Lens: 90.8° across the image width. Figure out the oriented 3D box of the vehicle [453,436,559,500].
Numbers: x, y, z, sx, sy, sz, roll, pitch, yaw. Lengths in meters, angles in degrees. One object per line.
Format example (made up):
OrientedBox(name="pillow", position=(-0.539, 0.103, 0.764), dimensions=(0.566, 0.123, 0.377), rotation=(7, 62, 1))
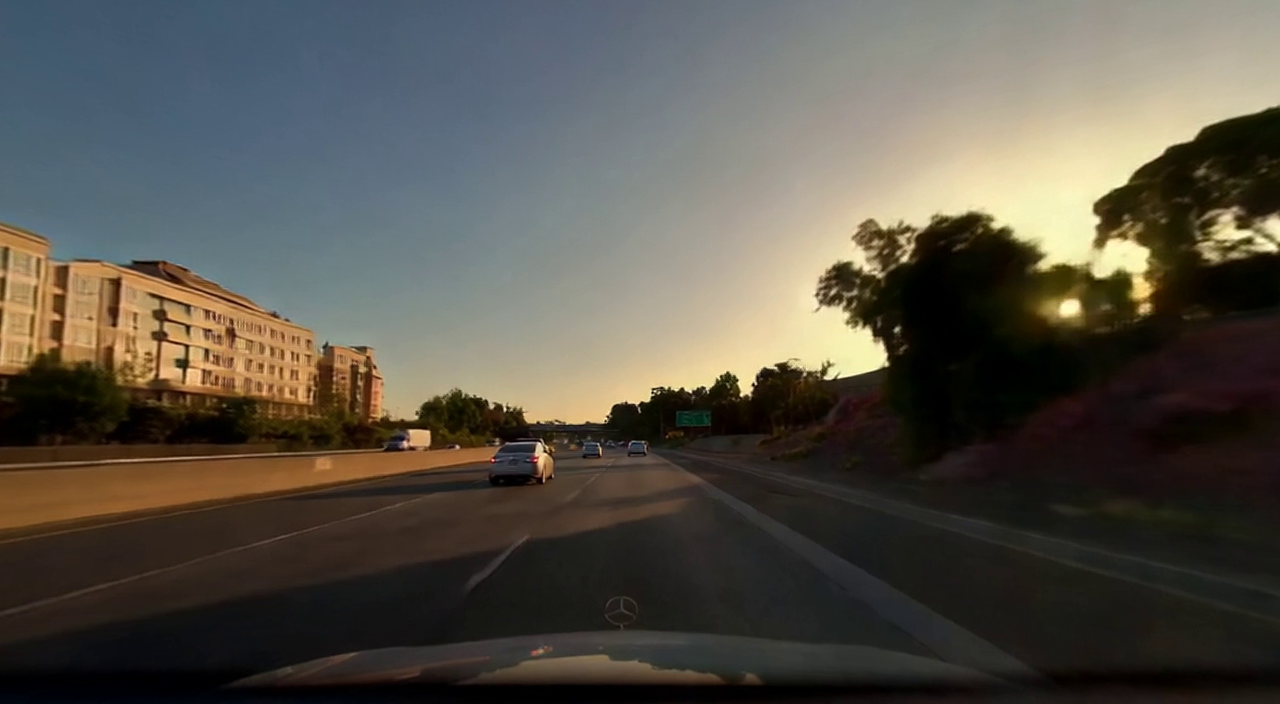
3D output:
OrientedBox(name="vehicle", position=(-3.373, 3.009, 16.780), dimensions=(1.920, 1.463, 4.134), rotation=(0, -9, 0))
